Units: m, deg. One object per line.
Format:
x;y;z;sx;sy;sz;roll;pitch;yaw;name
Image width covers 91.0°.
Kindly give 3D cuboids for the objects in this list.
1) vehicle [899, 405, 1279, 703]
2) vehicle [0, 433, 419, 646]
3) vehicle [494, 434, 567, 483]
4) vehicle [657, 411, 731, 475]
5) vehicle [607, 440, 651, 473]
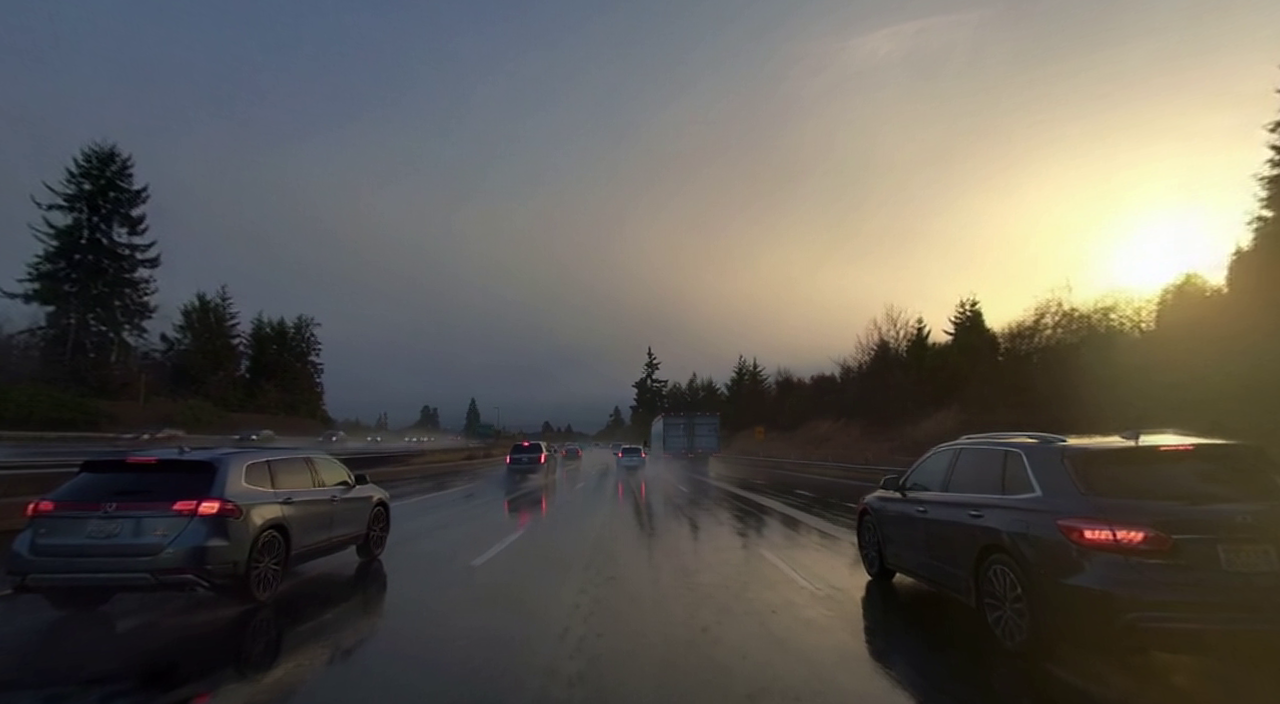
3.136;1.067;2.930;2.031;1.504;4.327;0;-9;0;vehicle
-4.077;1.607;6.502;1.947;1.424;4.264;0;-9;1;vehicle
-4.371;4.352;26.029;2.176;1.783;4.799;0;-9;0;vehicle
2.937;5.602;38.636;3.426;3.279;12.313;0;-9;0;vehicle
-0.614;5.678;34.330;2.235;1.682;4.094;0;-9;-1;vehicle
